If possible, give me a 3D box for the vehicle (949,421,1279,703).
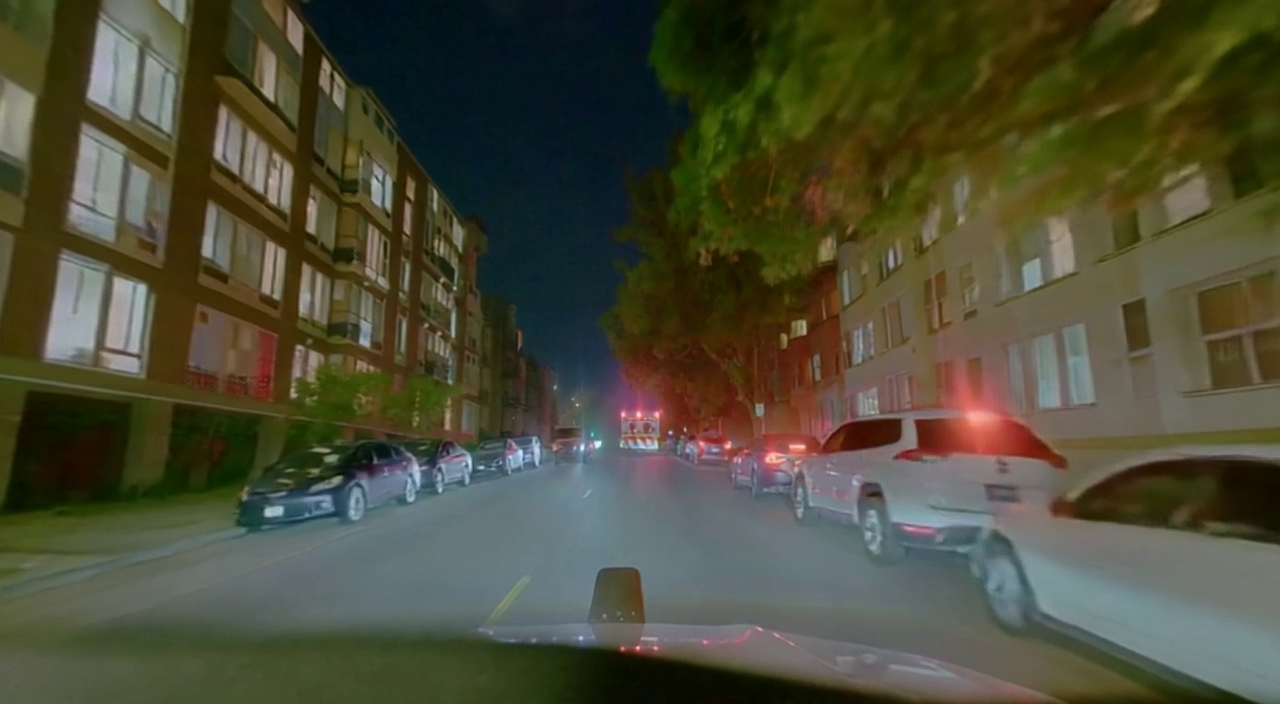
[{"bbox_3d":[3.386,1.055,2.709,1.913,1.434,4.408,2,-7,0],"label":"vehicle"}]

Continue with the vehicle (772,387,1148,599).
[{"bbox_3d":[3.329,1.554,7.991,2.188,1.810,4.709,2,-8,-2],"label":"vehicle"}]

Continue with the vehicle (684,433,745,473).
[{"bbox_3d":[3.311,4.526,28.802,2.035,1.549,4.373,4,-8,-2],"label":"vehicle"}]

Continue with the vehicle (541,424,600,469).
[{"bbox_3d":[-2.938,4.076,27.557,2.029,1.802,4.229,0,-7,1],"label":"vehicle"}]

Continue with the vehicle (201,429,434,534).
[{"bbox_3d":[-5.406,2.167,11.378,1.921,1.482,4.280,-1,-7,0],"label":"vehicle"}]

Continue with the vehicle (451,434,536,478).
[{"bbox_3d":[-5.293,3.799,23.561,2.047,1.471,4.647,0,-7,0],"label":"vehicle"}]

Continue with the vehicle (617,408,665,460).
[{"bbox_3d":[-0.078,5.260,40.547,2.754,3.008,7.730,0,-8,-2],"label":"vehicle"}]
